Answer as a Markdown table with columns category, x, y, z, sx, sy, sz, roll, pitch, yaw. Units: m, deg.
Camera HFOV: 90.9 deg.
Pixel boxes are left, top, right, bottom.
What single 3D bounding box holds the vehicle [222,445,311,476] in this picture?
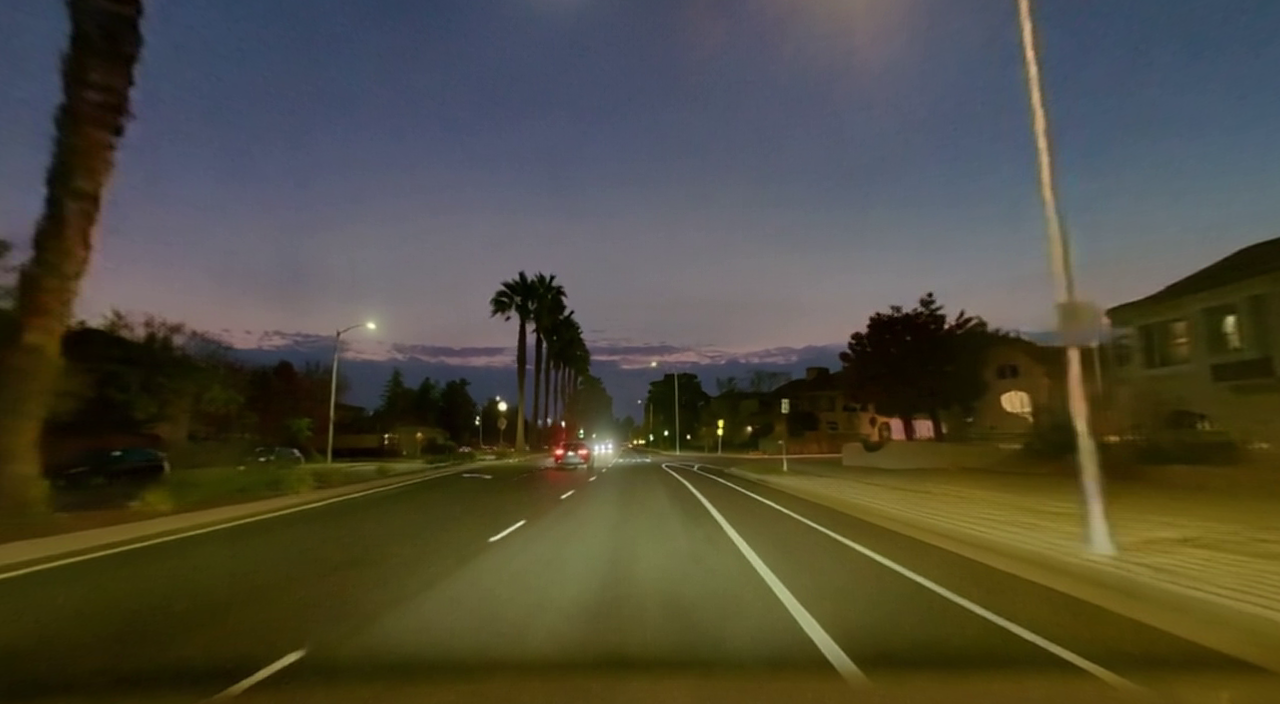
| category | x | y | z | sx | sy | sz | roll | pitch | yaw |
| --- | --- | --- | --- | --- | --- | --- | --- | --- | --- |
| vehicle | -18.839 | 5.466 | 32.073 | 1.980 | 1.423 | 4.465 | 0 | -8 | -3 |

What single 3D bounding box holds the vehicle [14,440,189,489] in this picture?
| category | x | y | z | sx | sy | sz | roll | pitch | yaw |
| --- | --- | --- | --- | --- | --- | --- | --- | --- | --- |
| vehicle | -18.889 | 3.996 | 22.494 | 2.026 | 1.563 | 4.618 | 0 | -10 | 2 |

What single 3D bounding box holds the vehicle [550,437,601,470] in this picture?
| category | x | y | z | sx | sy | sz | roll | pitch | yaw |
| --- | --- | --- | --- | --- | --- | --- | --- | --- | --- |
| vehicle | -3.068 | 4.940 | 30.860 | 2.075 | 1.498 | 4.730 | 0 | -8 | -1 |
